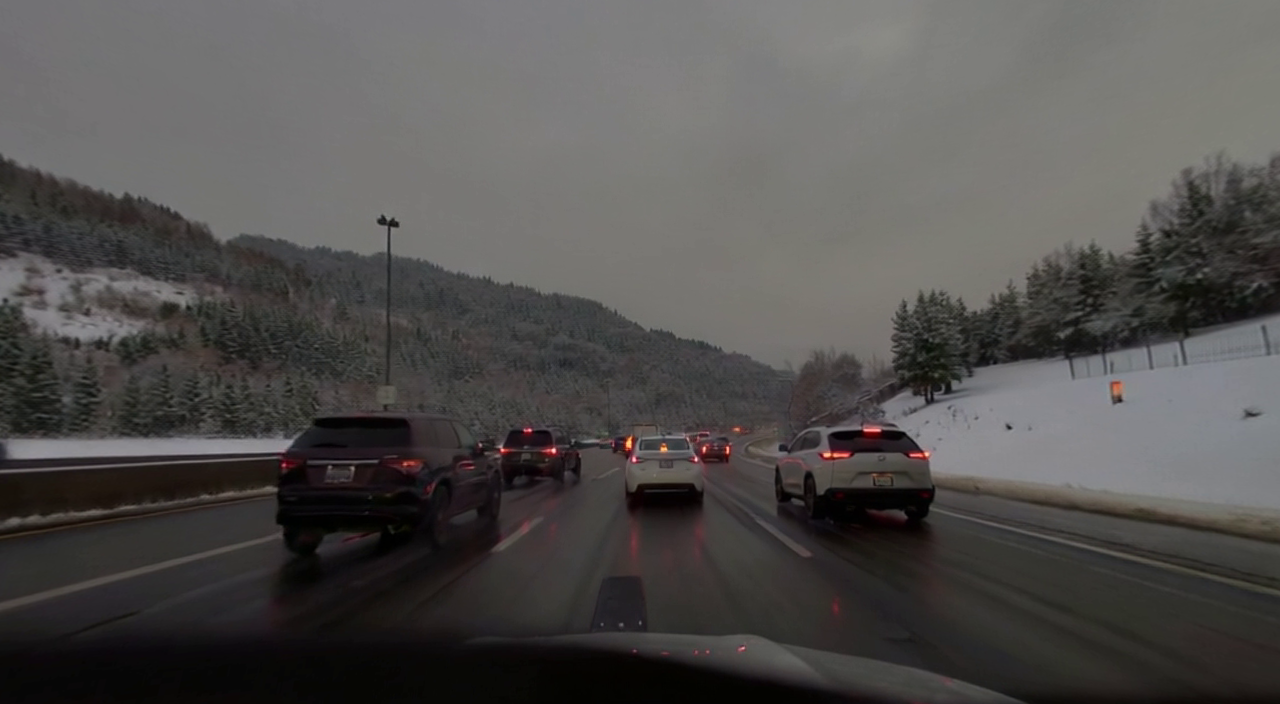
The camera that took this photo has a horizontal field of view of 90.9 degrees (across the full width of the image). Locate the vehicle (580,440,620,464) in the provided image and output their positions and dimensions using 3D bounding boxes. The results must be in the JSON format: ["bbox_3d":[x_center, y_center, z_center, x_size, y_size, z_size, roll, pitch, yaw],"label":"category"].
[{"bbox_3d":[-2.347,6.013,38.195,1.973,1.378,3.677,-1,-8,4],"label":"vehicle"}]

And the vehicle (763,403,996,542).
[{"bbox_3d":[3.510,1.862,10.386,2.046,1.765,4.534,0,-8,0],"label":"vehicle"}]

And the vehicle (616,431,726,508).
[{"bbox_3d":[0.619,2.579,14.350,2.105,1.471,4.349,0,-8,1],"label":"vehicle"}]

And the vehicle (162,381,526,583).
[{"bbox_3d":[-3.311,1.615,8.744,2.301,1.902,5.374,0,-8,1],"label":"vehicle"}]

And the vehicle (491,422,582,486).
[{"bbox_3d":[-3.204,3.292,20.666,1.997,1.806,5.002,0,-8,1],"label":"vehicle"}]
